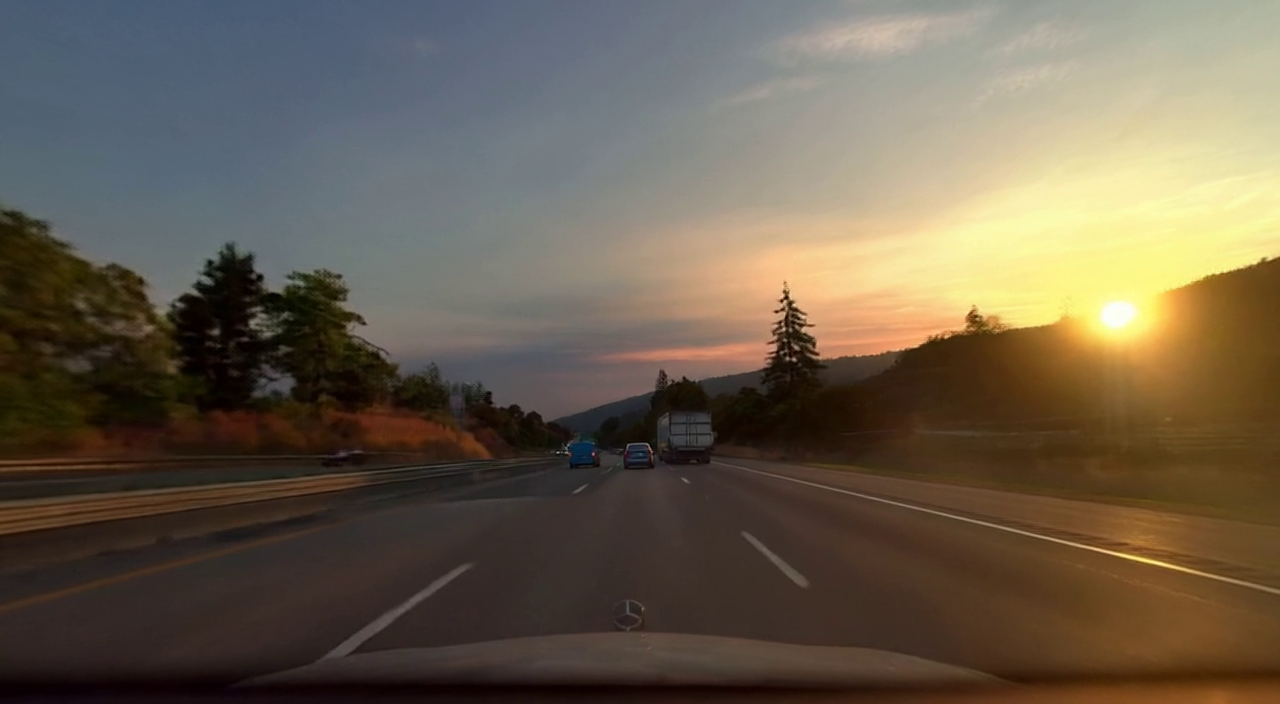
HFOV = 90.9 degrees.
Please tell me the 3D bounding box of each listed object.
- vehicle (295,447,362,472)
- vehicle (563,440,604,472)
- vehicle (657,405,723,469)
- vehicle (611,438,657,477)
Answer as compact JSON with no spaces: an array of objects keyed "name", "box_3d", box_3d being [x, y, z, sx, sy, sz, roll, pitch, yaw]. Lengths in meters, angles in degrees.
[{"name":"vehicle","box_3d":[-19.158,6.621,39.008,1.932,1.459,4.178,-1,-9,1]},{"name":"vehicle","box_3d":[-3.659,6.886,41.833,2.167,1.991,5.062,-1,-9,1]},{"name":"vehicle","box_3d":[3.380,6.710,48.406,3.468,4.030,16.902,0,-9,-1]},{"name":"vehicle","box_3d":[-0.285,5.374,32.194,2.209,1.825,4.036,0,-9,0]}]
